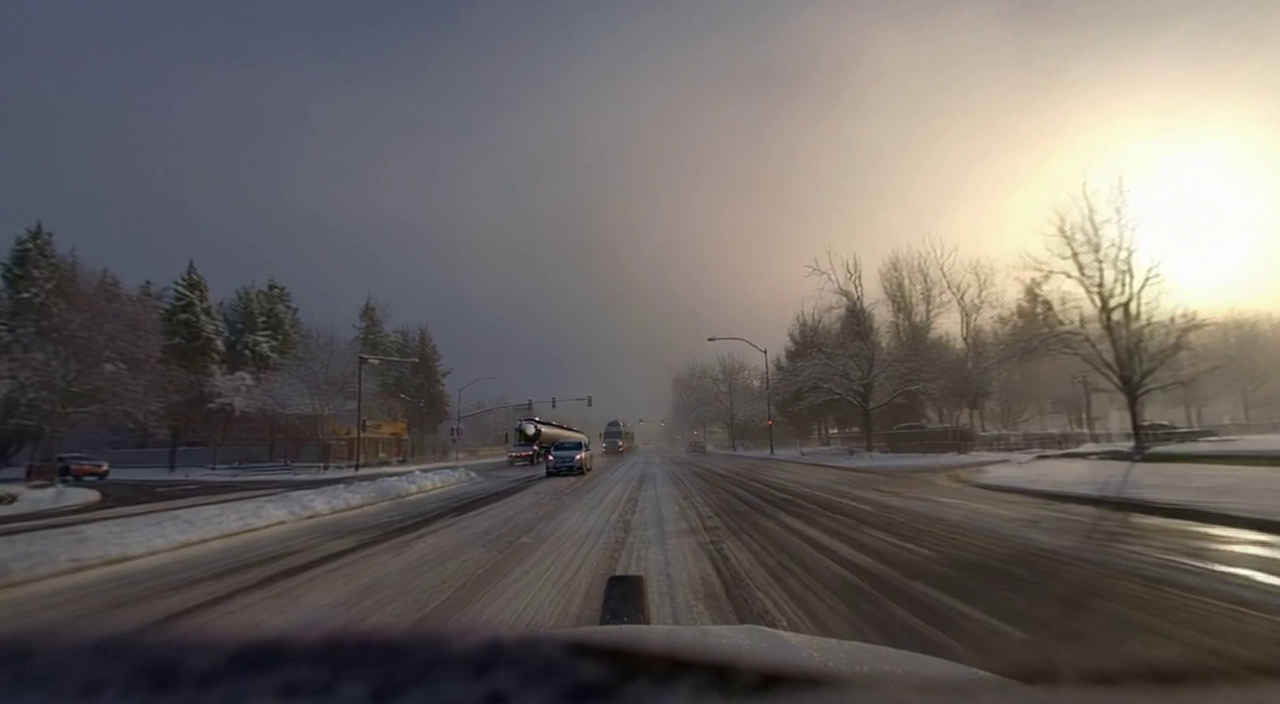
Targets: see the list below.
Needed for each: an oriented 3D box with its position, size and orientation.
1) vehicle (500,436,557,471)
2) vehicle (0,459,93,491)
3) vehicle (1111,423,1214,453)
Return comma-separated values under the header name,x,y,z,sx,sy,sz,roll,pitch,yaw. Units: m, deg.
name,x,y,z,sx,sy,sz,roll,pitch,yaw
vehicle,-5.959,5.484,34.300,2.179,1.750,4.621,0,-8,2
vehicle,-35.676,7.275,37.398,4.485,1.772,2.149,-1,-8,3
vehicle,27.012,4.504,32.801,1.796,1.453,4.296,0,-8,3
